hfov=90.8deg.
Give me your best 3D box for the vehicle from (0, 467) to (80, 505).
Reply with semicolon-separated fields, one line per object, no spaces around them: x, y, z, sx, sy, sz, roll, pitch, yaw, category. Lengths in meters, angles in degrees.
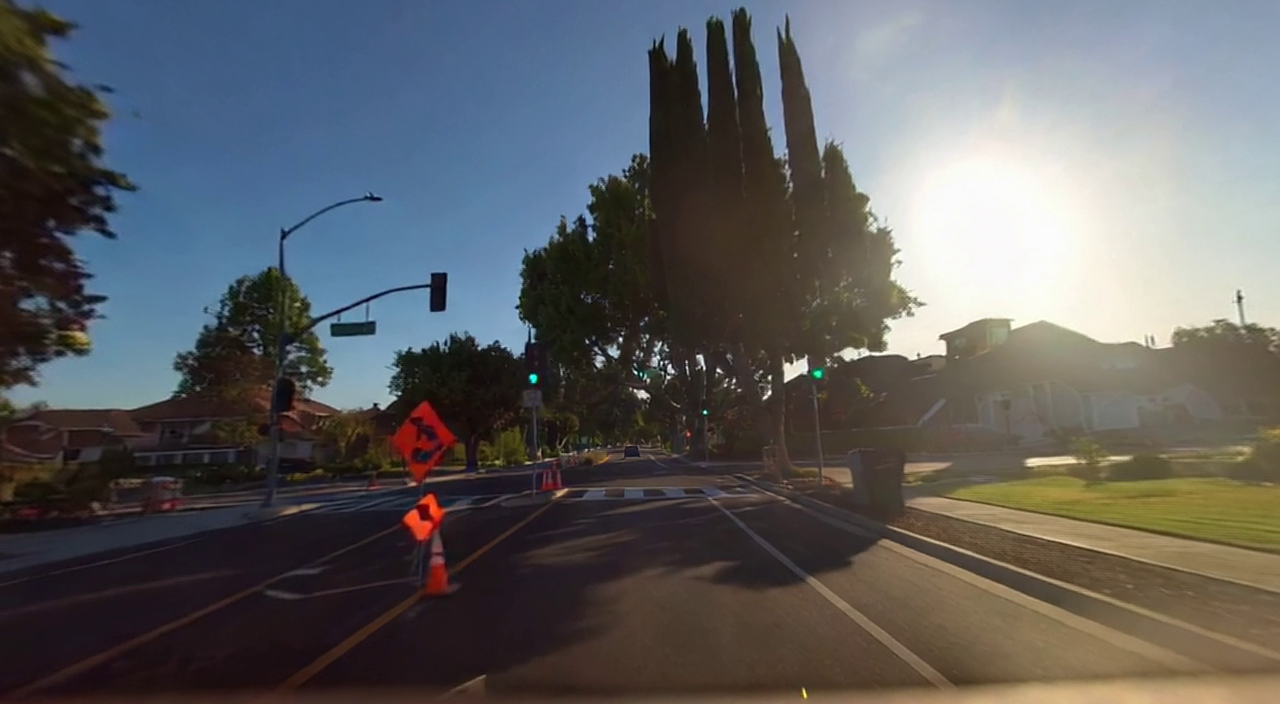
-33.758;7.273;34.335;4.433;1.908;2.090;0;-8;-4;vehicle
